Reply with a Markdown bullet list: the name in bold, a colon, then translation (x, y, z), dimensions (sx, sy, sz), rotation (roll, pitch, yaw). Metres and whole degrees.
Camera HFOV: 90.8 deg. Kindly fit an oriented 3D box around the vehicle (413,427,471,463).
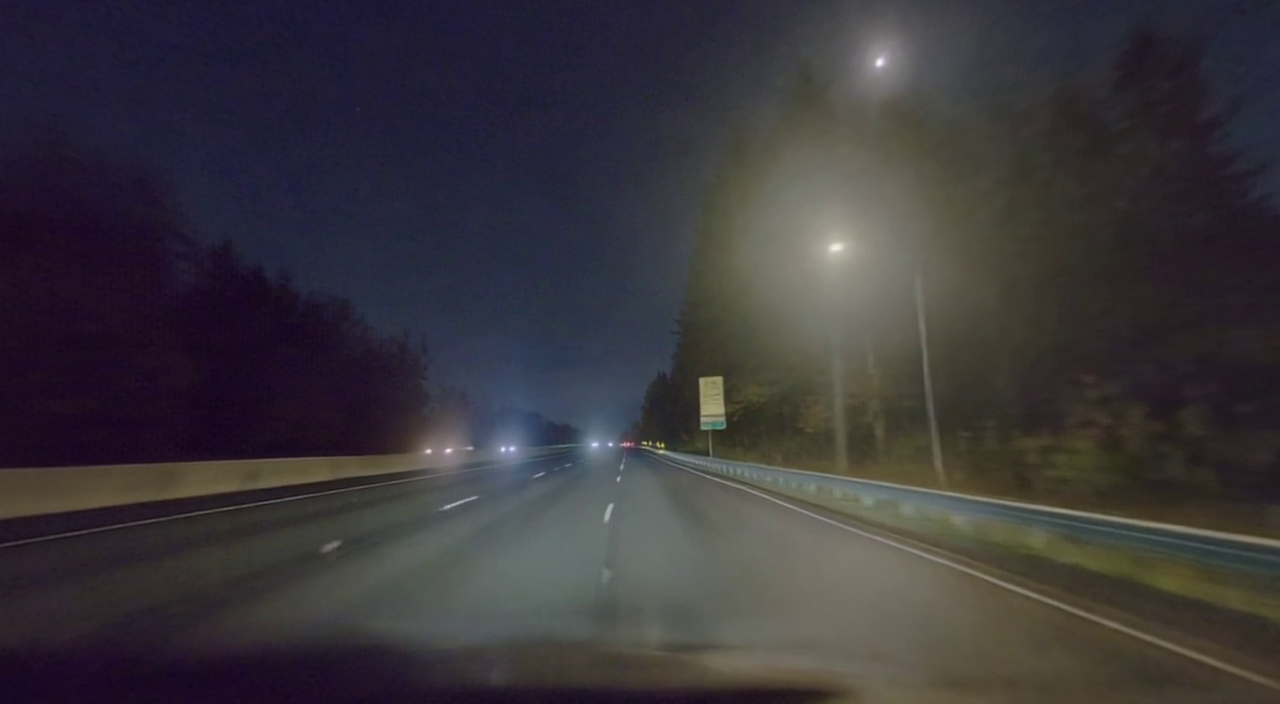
- **vehicle**: translation (-15.363, 7.286, 49.466), dimensions (2.435, 2.624, 6.451), rotation (0, -9, 0)
